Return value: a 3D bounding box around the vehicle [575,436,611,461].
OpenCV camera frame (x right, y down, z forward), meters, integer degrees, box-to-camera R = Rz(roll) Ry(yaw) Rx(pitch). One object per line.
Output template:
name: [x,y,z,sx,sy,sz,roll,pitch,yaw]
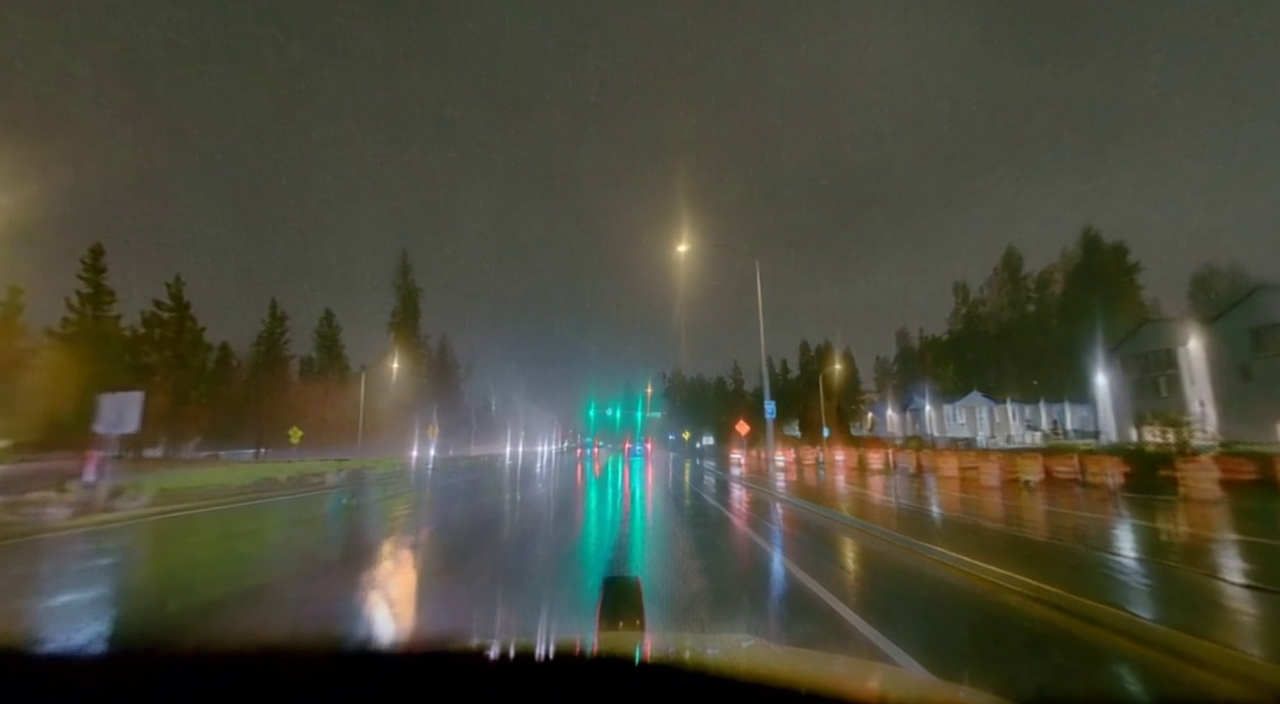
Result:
vehicle: [-3.394,7.078,46.205,2.198,1.663,4.519,0,-8,0]
